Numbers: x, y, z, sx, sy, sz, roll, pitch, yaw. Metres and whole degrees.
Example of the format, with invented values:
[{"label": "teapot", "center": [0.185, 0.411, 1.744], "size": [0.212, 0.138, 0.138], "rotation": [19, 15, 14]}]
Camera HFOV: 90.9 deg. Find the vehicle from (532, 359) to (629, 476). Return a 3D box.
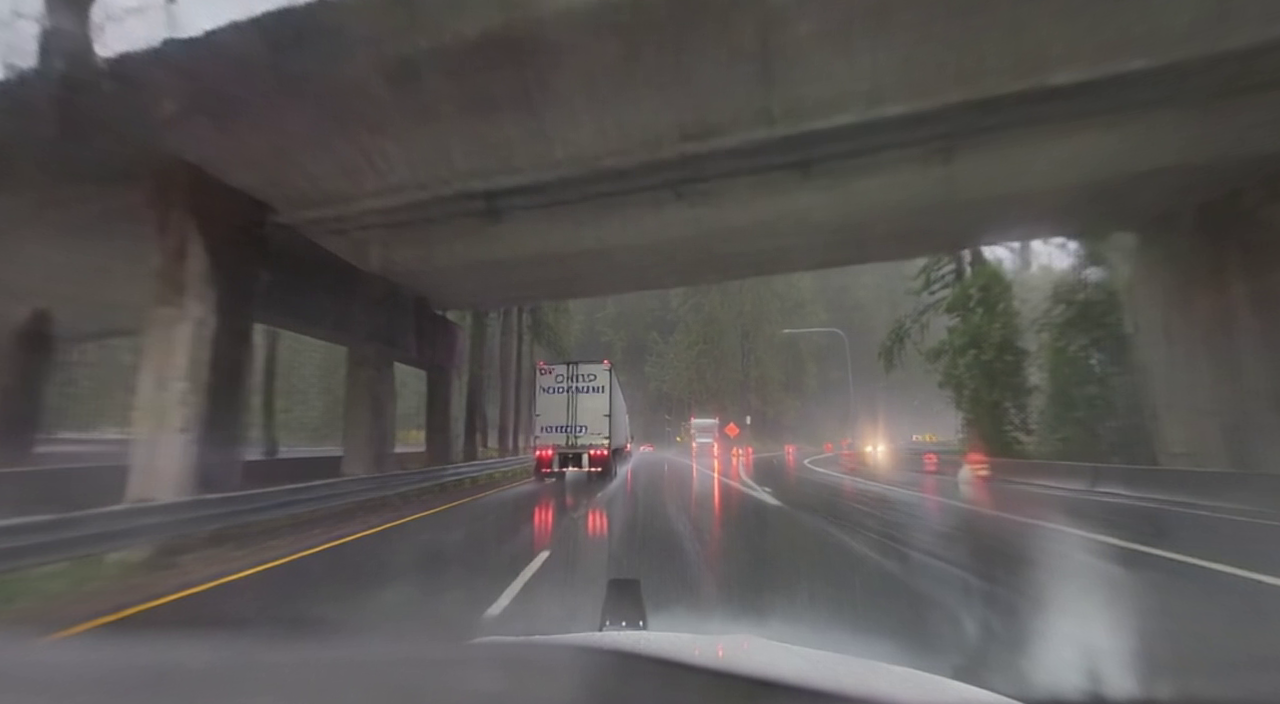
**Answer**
[{"label": "vehicle", "center": [-2.275, 3.694, 30.469], "size": [2.873, 4.060, 16.327], "rotation": [-2, -10, 1]}]
